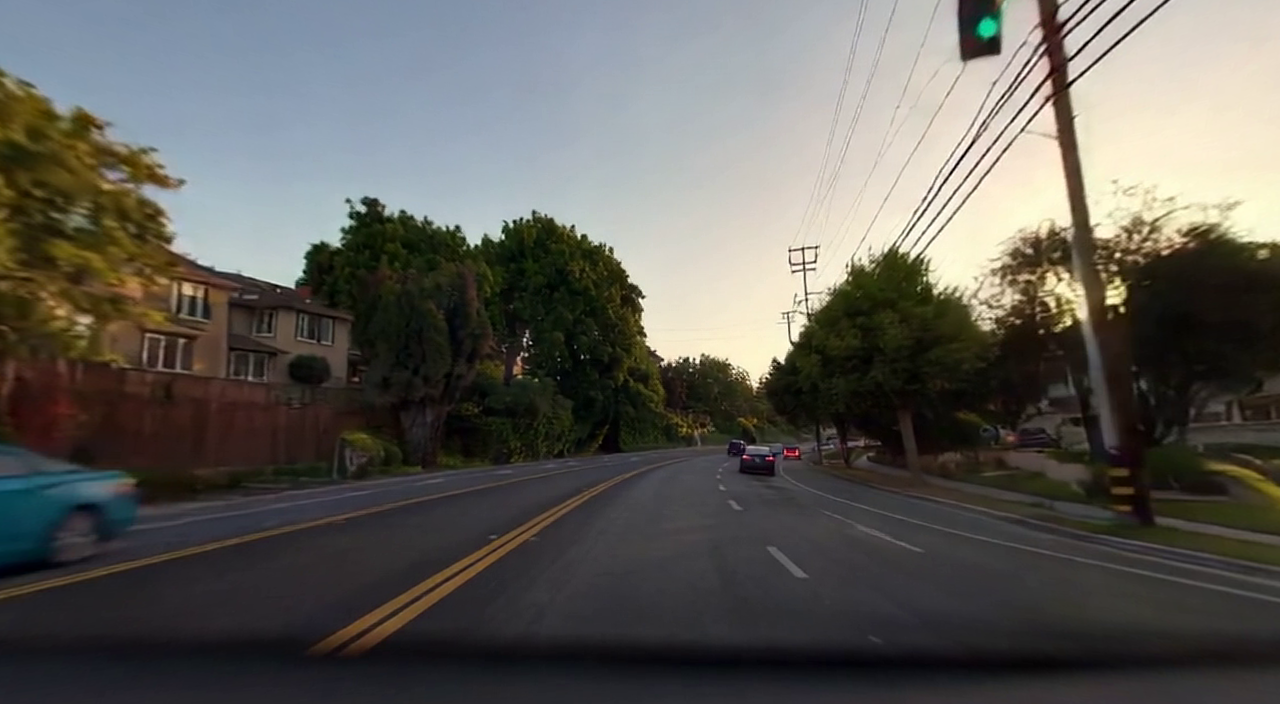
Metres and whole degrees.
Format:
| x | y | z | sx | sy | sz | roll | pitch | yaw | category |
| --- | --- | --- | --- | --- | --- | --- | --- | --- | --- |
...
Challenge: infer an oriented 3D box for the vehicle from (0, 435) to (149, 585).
| x | y | z | sx | sy | sz | roll | pitch | yaw | category |
| --- | --- | --- | --- | --- | --- | --- | --- | --- | --- |
| -7.336 | 1.509 | 5.835 | 1.985 | 1.463 | 4.294 | -1 | -8 | 3 | vehicle |

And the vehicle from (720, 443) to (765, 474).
| x | y | z | sx | sy | sz | roll | pitch | yaw | category |
| --- | --- | --- | --- | --- | --- | --- | --- | --- | --- |
| 5.311 | 5.559 | 33.162 | 1.951 | 1.479 | 4.487 | -1 | -8 | 4 | vehicle |

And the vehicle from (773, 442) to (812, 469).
| x | y | z | sx | sy | sz | roll | pitch | yaw | category |
| --- | --- | --- | --- | --- | --- | --- | --- | --- | --- |
| 9.942 | 6.757 | 41.309 | 2.027 | 1.674 | 4.256 | -1 | -8 | 7 | vehicle |
